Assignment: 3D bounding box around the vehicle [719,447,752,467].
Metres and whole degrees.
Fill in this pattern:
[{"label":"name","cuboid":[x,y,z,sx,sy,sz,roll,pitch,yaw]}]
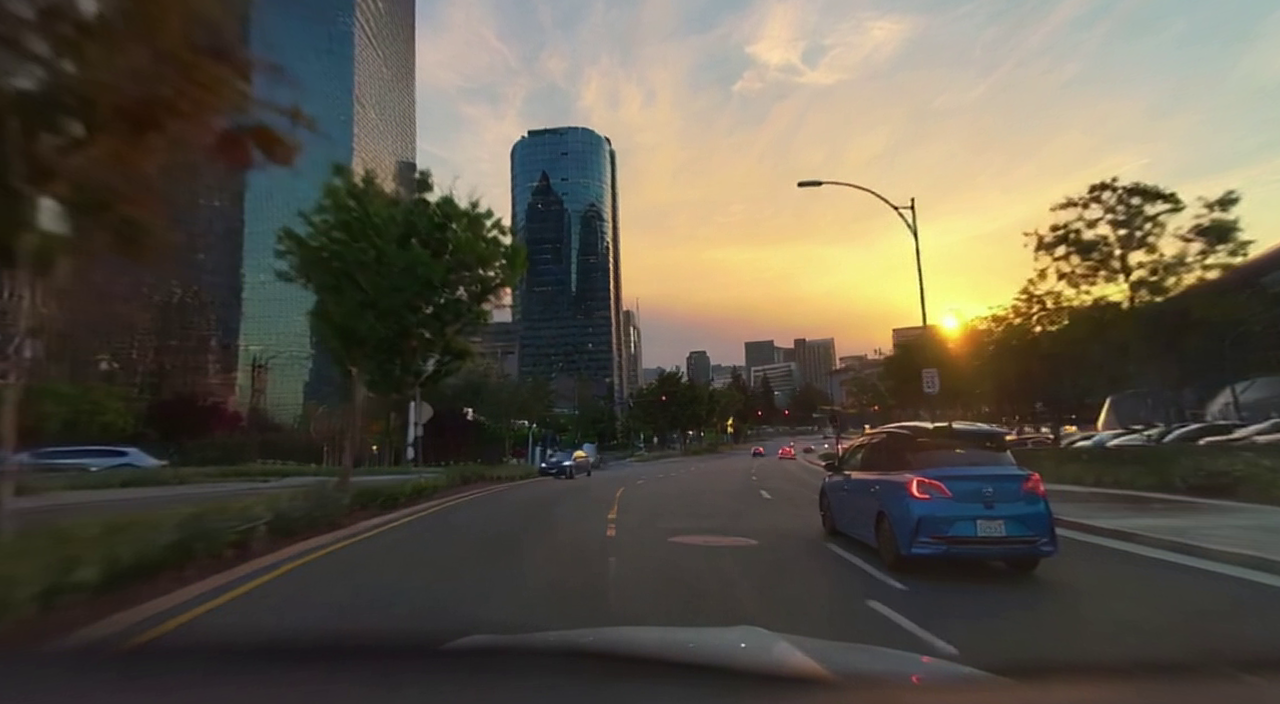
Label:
[{"label":"vehicle","cuboid":[7.536,8.236,49.440,2.127,1.497,4.020,-2,-9,14]}]
